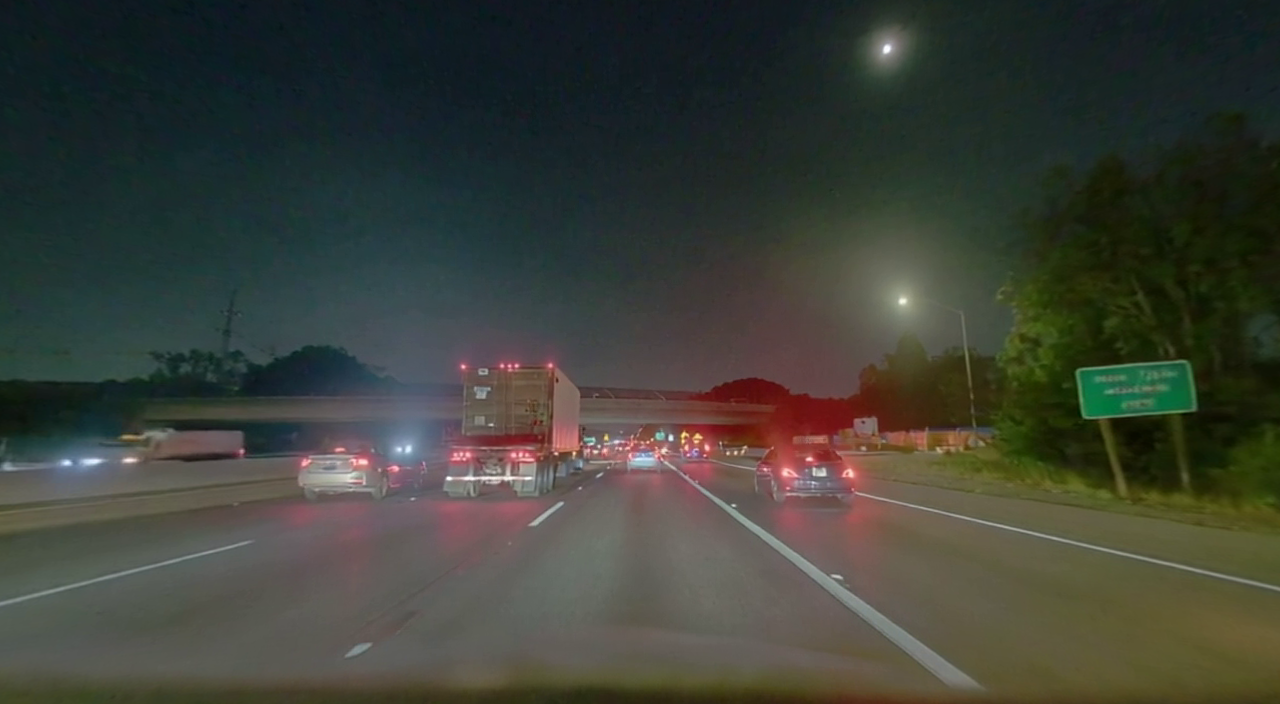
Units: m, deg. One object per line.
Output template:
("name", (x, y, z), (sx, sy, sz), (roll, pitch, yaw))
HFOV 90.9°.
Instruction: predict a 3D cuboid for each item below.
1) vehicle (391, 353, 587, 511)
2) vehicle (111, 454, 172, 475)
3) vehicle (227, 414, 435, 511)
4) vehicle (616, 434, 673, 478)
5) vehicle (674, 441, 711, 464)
("vehicle", (-3.602, 2.427, 18.728), (3.075, 3.276, 11.073), (0, -8, 0))
("vehicle", (-35.474, 7.980, 44.961), (1.489, 1.364, 3.405), (0, -8, 0))
("vehicle", (-7.458, 2.738, 16.242), (2.309, 2.007, 5.974), (0, -8, 0))
("vehicle", (0.125, 4.384, 26.963), (2.270, 1.696, 4.061), (0, -8, -2))
("vehicle", (3.501, 6.804, 42.770), (2.003, 1.465, 4.092), (0, -8, -2))
